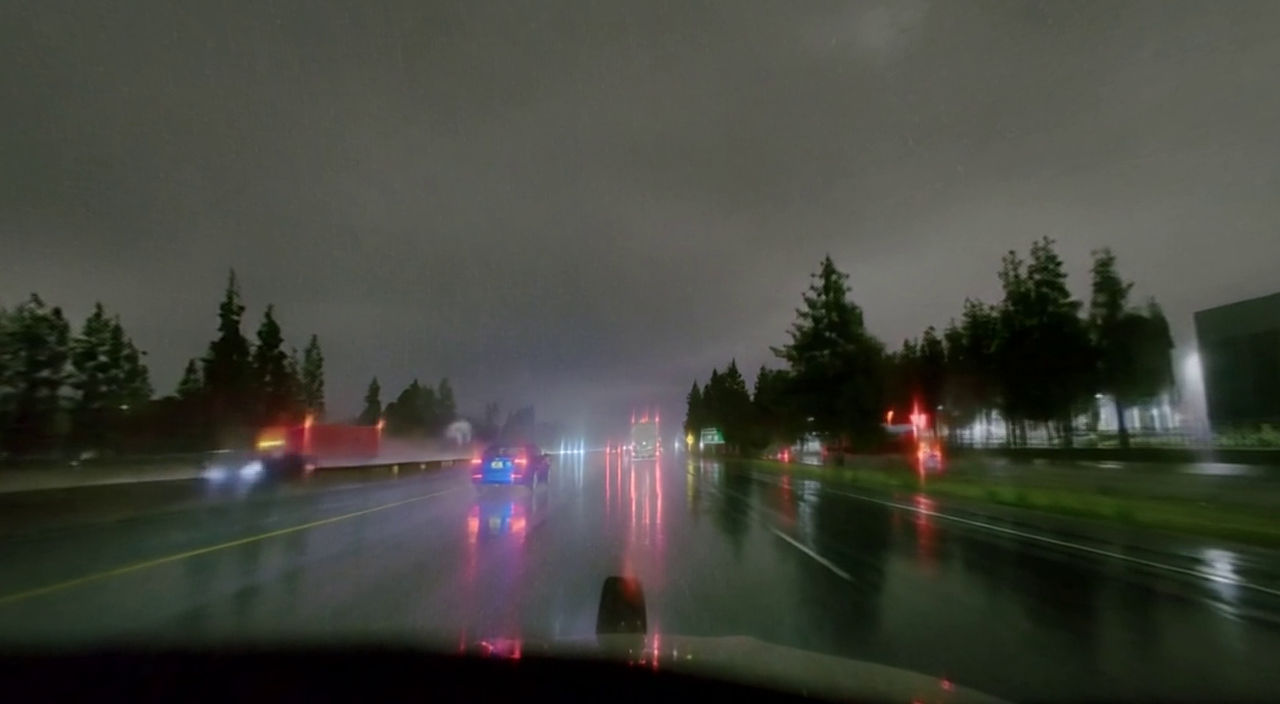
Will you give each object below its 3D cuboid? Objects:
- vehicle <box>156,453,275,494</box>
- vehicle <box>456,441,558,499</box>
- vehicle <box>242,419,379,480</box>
[{"bbox_3d":[-16.895,4.827,25.430,1.788,1.455,4.243,-1,-9,1],"label":"vehicle"},{"bbox_3d":[-3.909,3.574,19.490,1.999,1.533,4.870,-1,-9,1],"label":"vehicle"},{"bbox_3d":[-23.709,7.170,46.422,2.972,3.912,10.298,-2,-9,11],"label":"vehicle"}]
